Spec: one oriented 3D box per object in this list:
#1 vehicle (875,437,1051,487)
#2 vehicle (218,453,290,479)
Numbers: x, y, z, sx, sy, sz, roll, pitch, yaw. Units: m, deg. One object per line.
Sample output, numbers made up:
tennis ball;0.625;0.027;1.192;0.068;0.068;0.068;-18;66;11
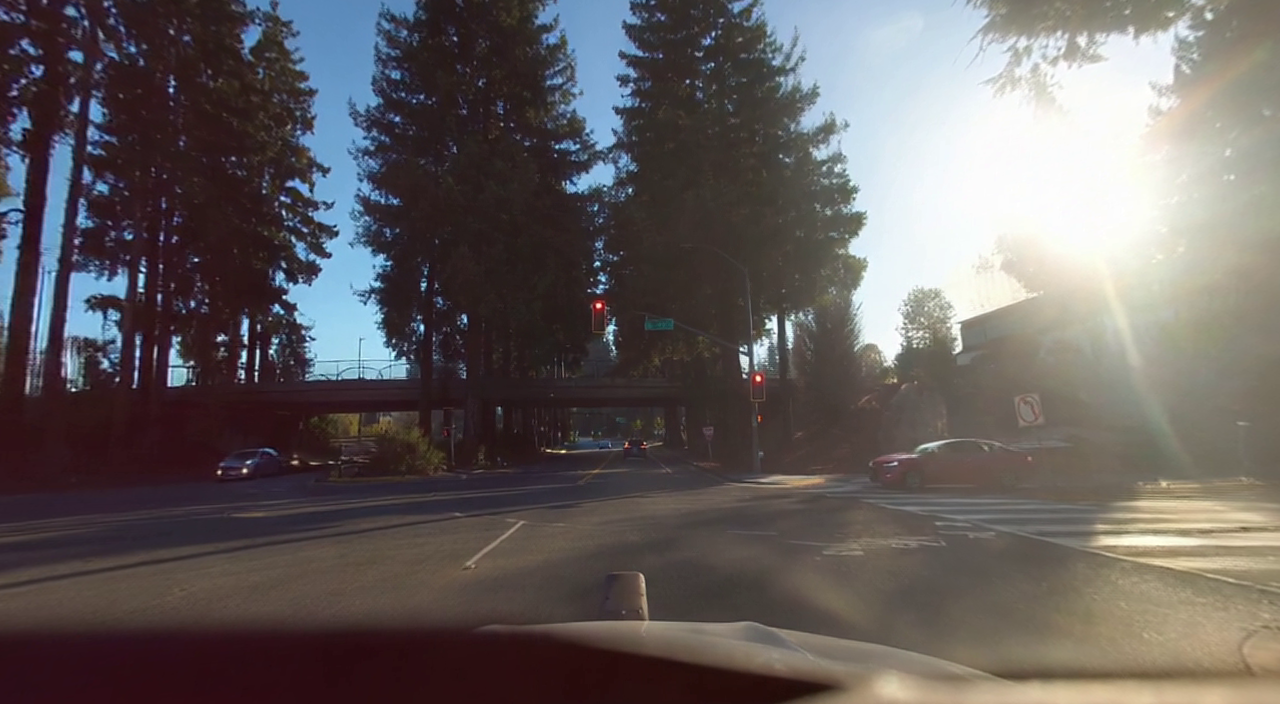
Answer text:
vehicle;10.191;3.467;20.094;4.691;1.466;1.800;1;-9;-7
vehicle;-23.945;7.059;39.382;1.834;1.482;4.310;0;-9;0
